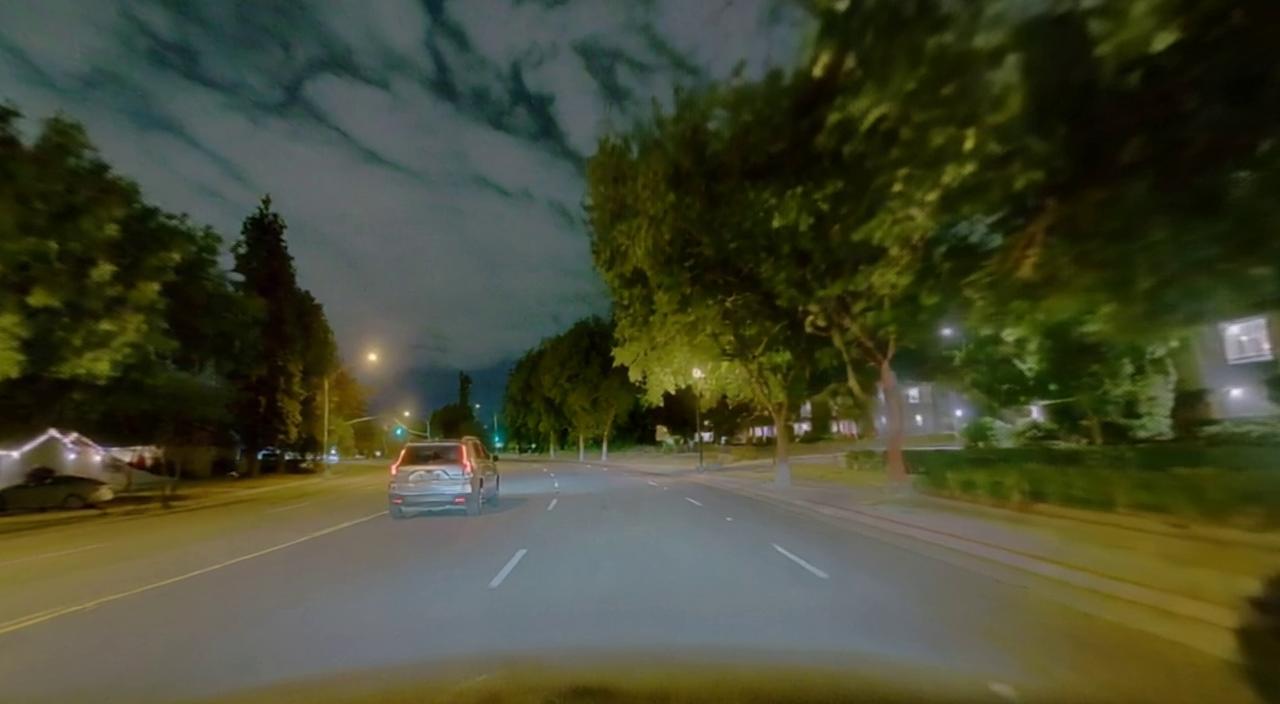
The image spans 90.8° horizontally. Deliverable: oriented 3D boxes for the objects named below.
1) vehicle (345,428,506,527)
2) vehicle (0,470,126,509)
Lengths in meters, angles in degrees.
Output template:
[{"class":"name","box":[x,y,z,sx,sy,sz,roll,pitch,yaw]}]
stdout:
[{"class":"vehicle","box":[-4.376,2.625,13.773,2.175,1.772,4.442,0,-9,-4]},{"class":"vehicle","box":[-23.398,5.483,25.312,3.892,1.323,1.741,0,-7,-7]}]
